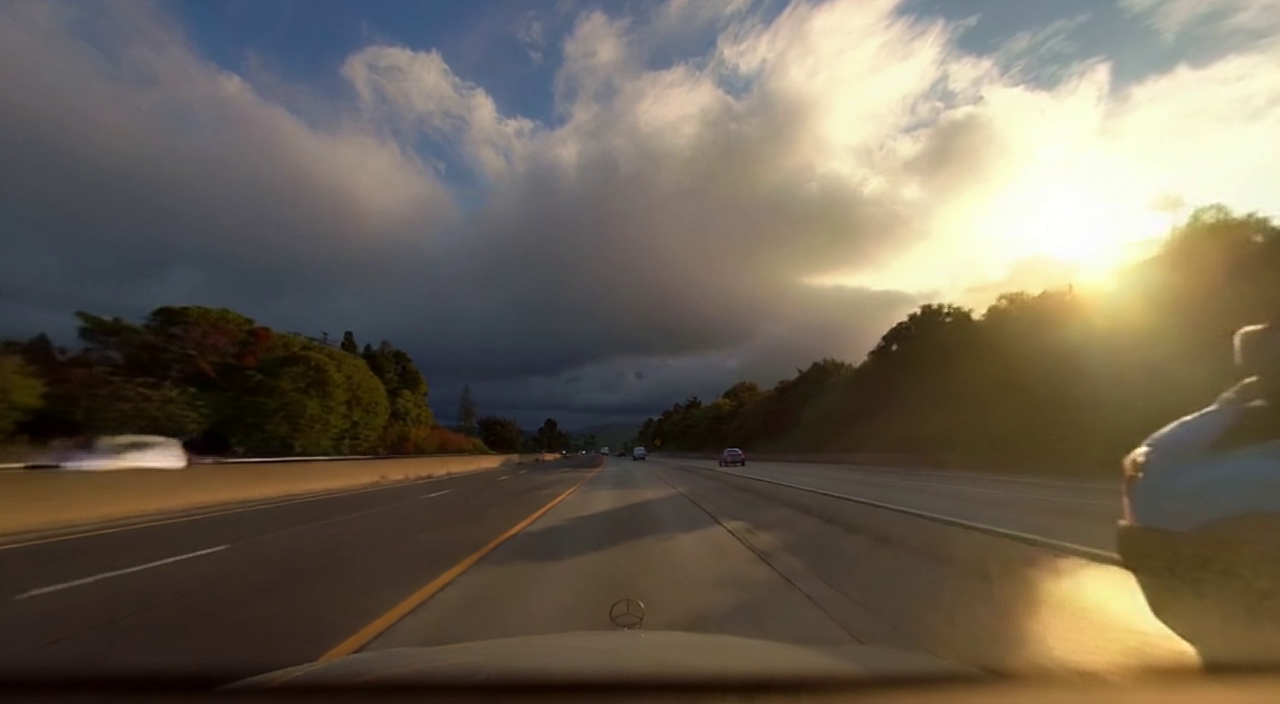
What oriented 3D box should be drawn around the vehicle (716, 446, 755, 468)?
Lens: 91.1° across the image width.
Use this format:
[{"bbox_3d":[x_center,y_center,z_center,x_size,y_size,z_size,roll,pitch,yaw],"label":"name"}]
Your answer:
[{"bbox_3d":[6.713,7.421,44.612,1.942,1.462,3.926,0,-9,-3],"label":"vehicle"}]
